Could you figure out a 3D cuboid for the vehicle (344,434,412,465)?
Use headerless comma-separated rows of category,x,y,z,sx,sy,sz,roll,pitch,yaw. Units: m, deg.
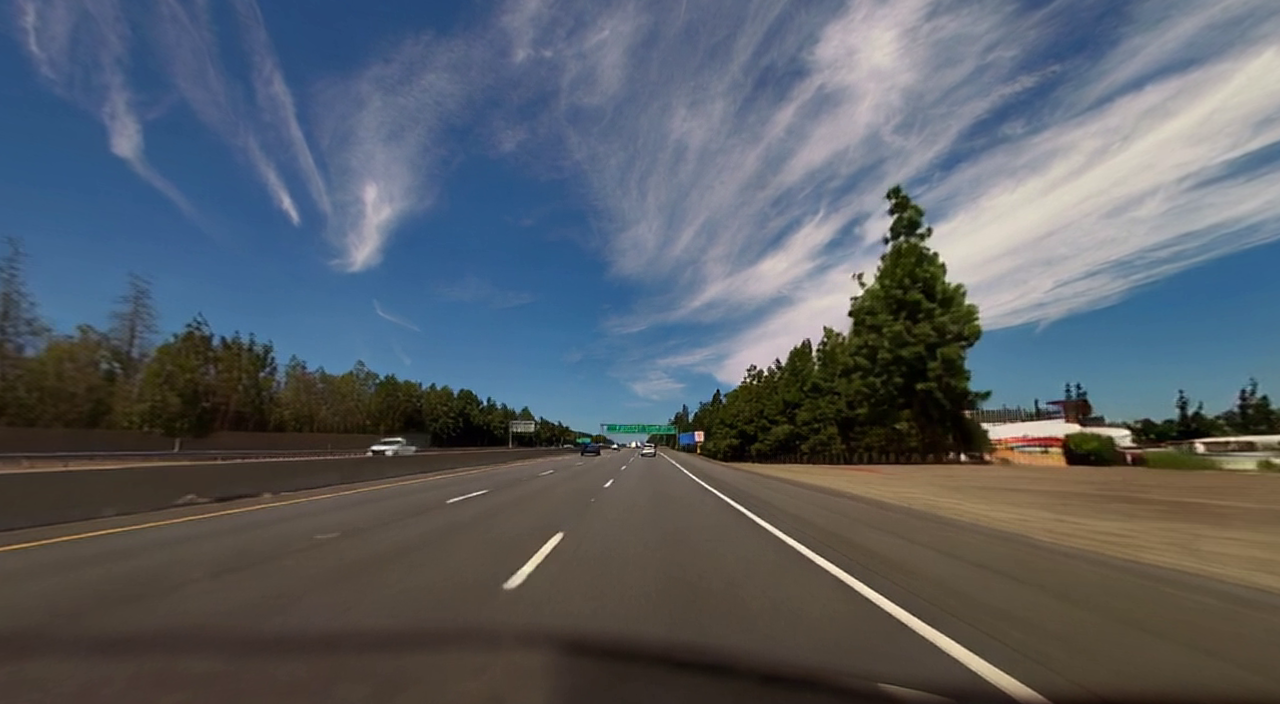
vehicle,-17.218,6.448,41.684,2.259,1.904,4.708,0,-8,3
